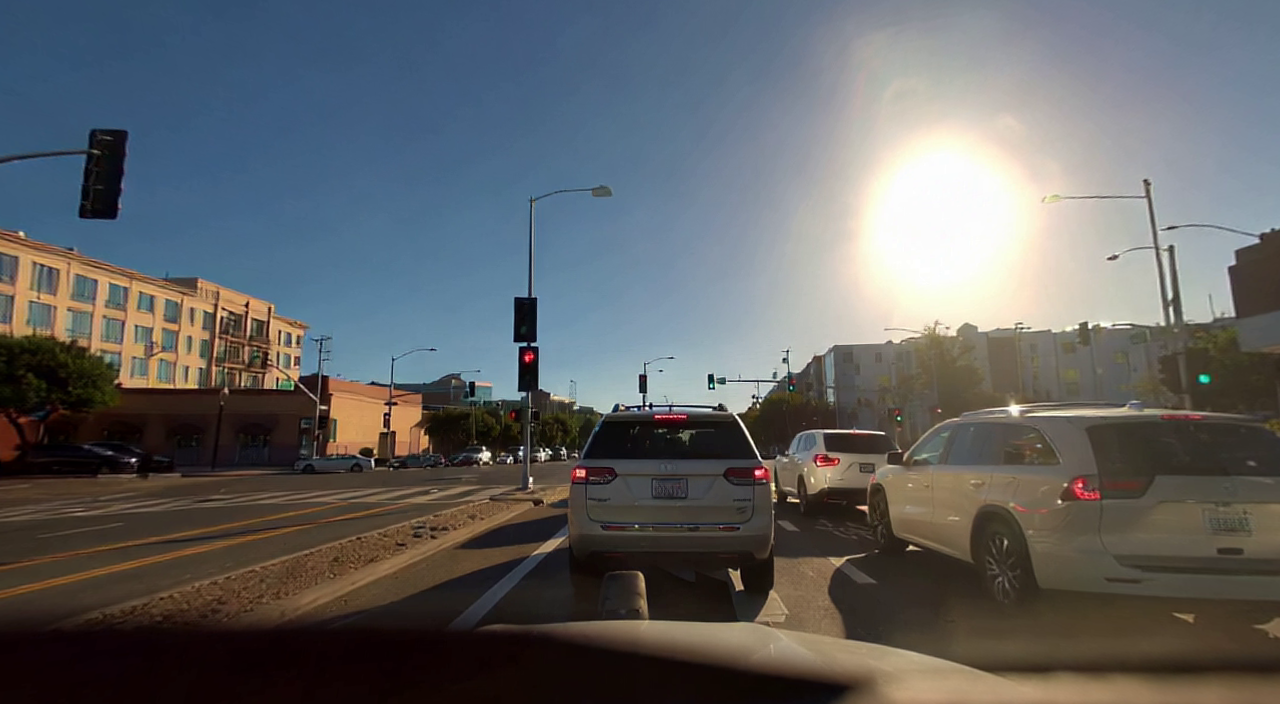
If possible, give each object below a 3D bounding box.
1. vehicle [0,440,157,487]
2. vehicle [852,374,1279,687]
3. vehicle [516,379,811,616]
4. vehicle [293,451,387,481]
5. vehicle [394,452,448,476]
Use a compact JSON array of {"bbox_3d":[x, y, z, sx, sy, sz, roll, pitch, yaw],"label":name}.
[{"bbox_3d":[-24.585,4.835,27.552,5.062,1.946,2.243,0,-9,-1],"label":"vehicle"},{"bbox_3d":[3.592,1.290,5.661,2.018,1.701,4.288,0,-9,2],"label":"vehicle"},{"bbox_3d":[0.223,1.463,7.218,2.292,1.840,4.394,0,-9,1],"label":"vehicle"},{"bbox_3d":[-19.899,7.551,42.134,2.044,1.849,5.156,-8,-12,42],"label":"vehicle"},{"bbox_3d":[-16.843,8.597,48.810,2.089,1.739,4.744,-1,-9,6],"label":"vehicle"}]
